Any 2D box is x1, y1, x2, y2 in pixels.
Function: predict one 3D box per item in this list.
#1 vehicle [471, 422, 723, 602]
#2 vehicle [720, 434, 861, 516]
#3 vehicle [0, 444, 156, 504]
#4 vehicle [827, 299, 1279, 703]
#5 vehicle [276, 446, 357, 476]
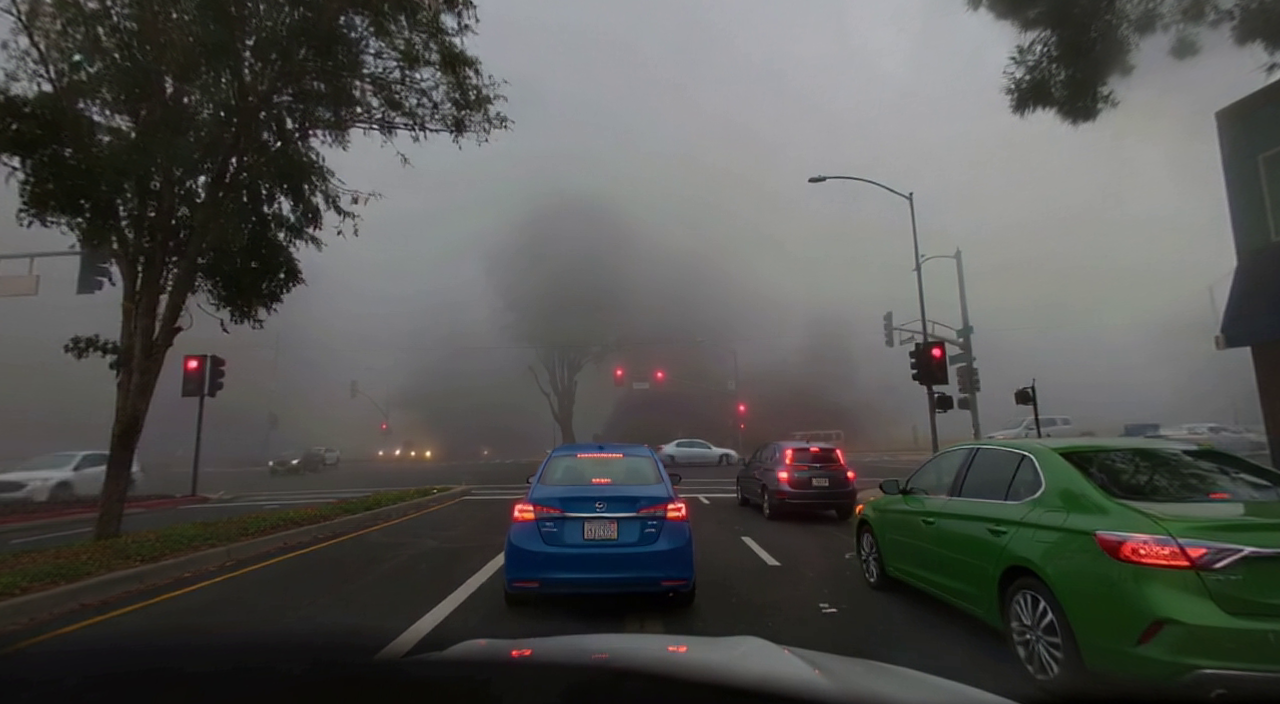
[{"bbox_3d":[-0.391,1.652,7.390,2.143,1.520,3.848,0,-8,-1],"label":"vehicle"},{"bbox_3d":[3.151,2.674,14.314,2.026,1.549,4.559,0,-8,-1],"label":"vehicle"},{"bbox_3d":[-18.094,3.774,20.074,1.976,1.667,4.274,0,-8,1],"label":"vehicle"},{"bbox_3d":[3.573,1.106,5.054,2.572,1.945,5.065,0,-8,0],"label":"vehicle"},{"bbox_3d":[-18.109,6.112,35.663,2.130,1.550,4.618,0,-8,1],"label":"vehicle"}]
